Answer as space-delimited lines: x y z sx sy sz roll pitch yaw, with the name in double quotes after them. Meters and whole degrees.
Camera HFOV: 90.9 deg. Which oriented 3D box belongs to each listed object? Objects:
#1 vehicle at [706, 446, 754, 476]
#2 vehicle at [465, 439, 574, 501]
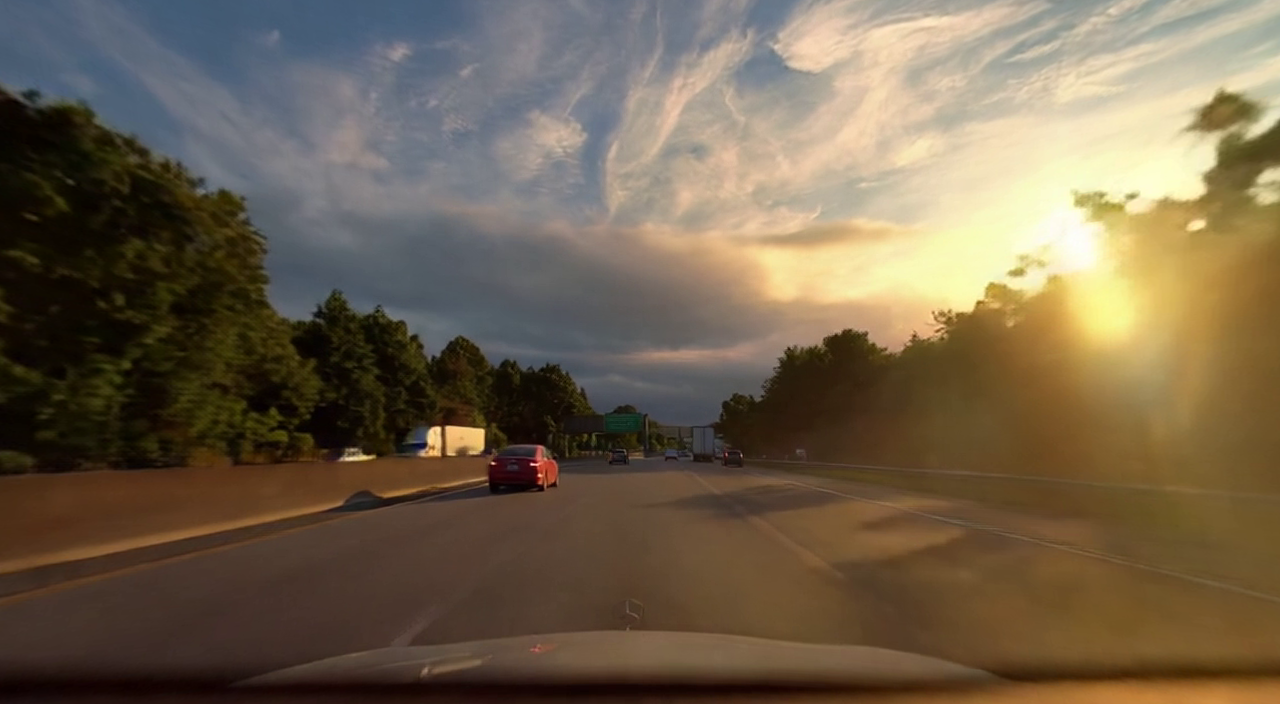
5.034 6.151 35.697 2.176 1.598 3.878 0 -9 1 "vehicle"
-3.281 3.345 18.277 2.085 1.530 4.809 0 -9 2 "vehicle"
